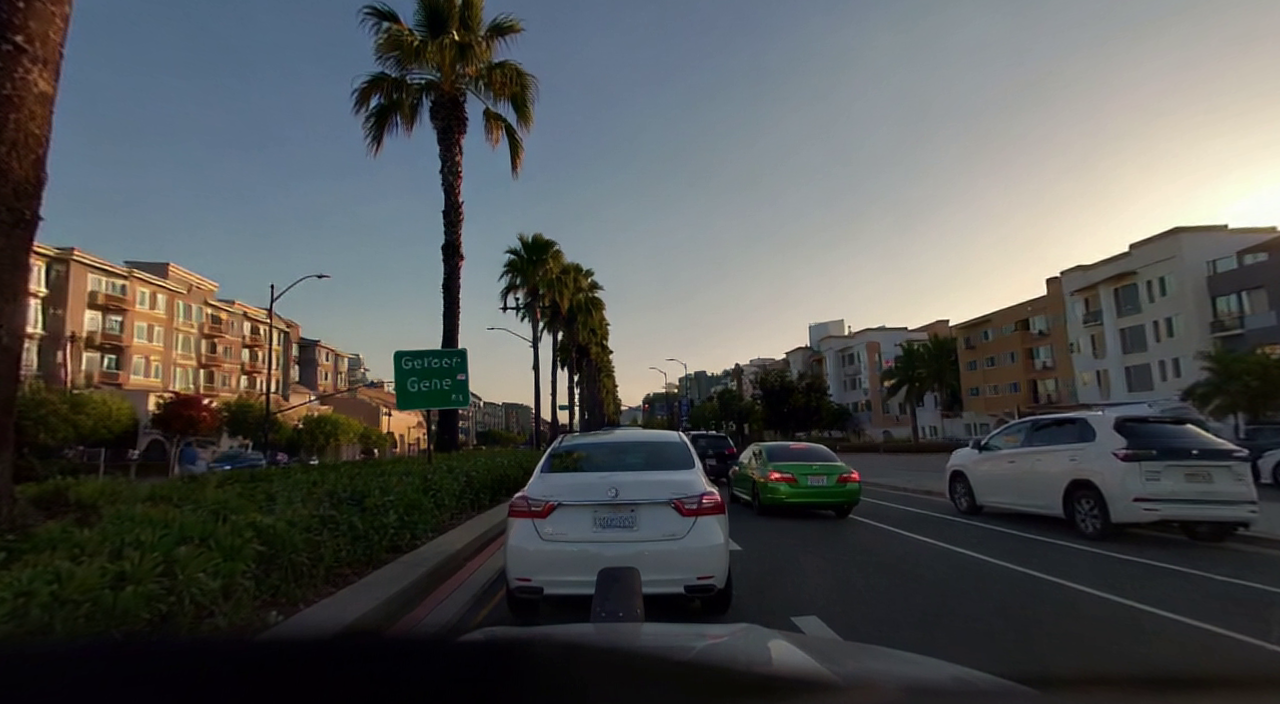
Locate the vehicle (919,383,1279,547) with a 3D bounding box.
[{"bbox_3d":[7.202,1.852,10.906,2.254,2.072,5.577,0,-8,1],"label":"vehicle"}]

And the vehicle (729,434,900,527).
[{"bbox_3d":[3.084,2.366,12.245,1.925,1.451,4.436,0,-8,-2],"label":"vehicle"}]

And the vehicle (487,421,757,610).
[{"bbox_3d":[-0.154,1.606,7.105,2.158,1.498,3.919,0,-8,0],"label":"vehicle"}]

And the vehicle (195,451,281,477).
[{"bbox_3d":[-23.779,6.624,37.595,1.972,1.425,4.765,0,-8,0],"label":"vehicle"}]
